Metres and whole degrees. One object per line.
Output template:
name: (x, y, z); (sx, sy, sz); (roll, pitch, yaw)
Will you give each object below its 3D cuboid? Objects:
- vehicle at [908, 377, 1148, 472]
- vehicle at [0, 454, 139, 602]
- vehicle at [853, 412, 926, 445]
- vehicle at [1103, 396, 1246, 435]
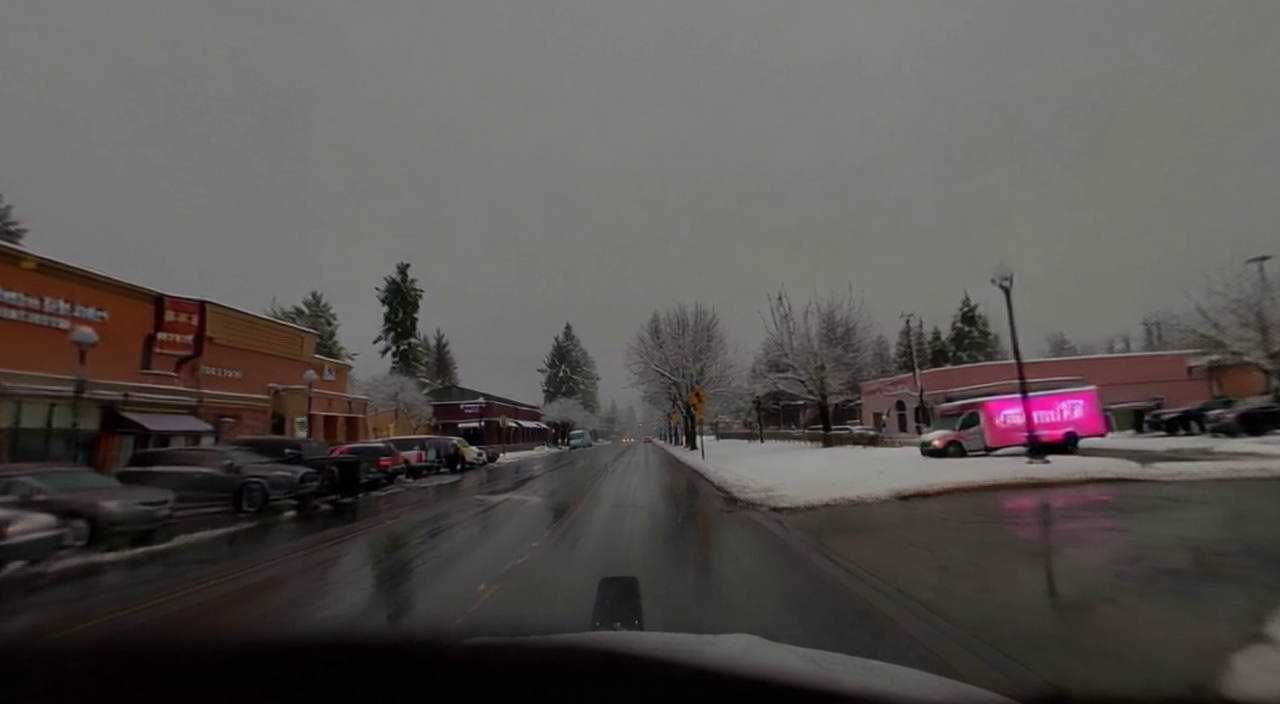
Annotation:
vehicle: (11.000, 2.057, 18.138); (5.453, 1.794, 2.011); (-8, -6, -2)
vehicle: (-8.532, 1.991, 6.650); (1.879, 1.543, 4.778); (-13, -13, 43)
vehicle: (18.026, 5.554, 45.647); (4.625, 1.729, 2.048); (-10, -7, 19)
vehicle: (23.849, 2.859, 28.200); (4.521, 1.634, 1.996); (0, -8, 0)
